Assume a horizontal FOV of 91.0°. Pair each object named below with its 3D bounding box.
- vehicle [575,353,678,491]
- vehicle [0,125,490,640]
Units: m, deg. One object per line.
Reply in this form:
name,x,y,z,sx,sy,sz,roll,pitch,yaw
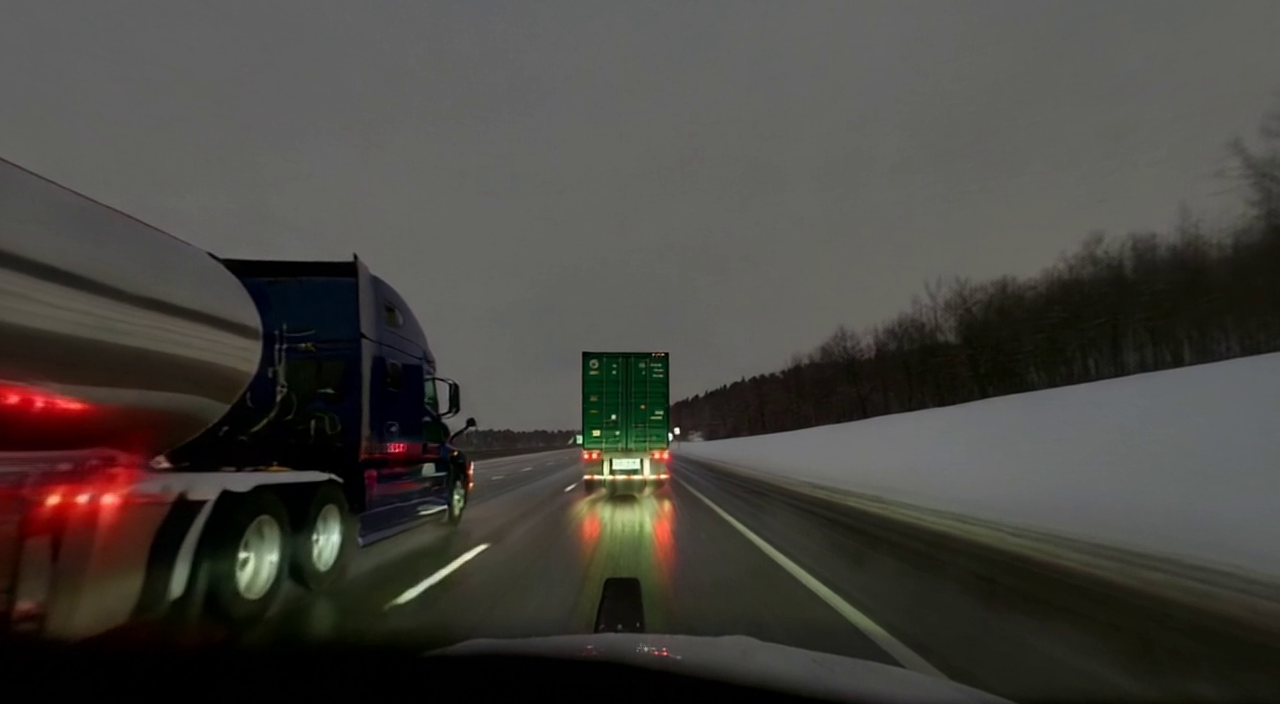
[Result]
vehicle,-0.347,2.861,23.954,2.942,4.003,11.297,0,-9,0
vehicle,-4.216,0.535,7.281,3.418,3.652,5.690,0,-9,1
